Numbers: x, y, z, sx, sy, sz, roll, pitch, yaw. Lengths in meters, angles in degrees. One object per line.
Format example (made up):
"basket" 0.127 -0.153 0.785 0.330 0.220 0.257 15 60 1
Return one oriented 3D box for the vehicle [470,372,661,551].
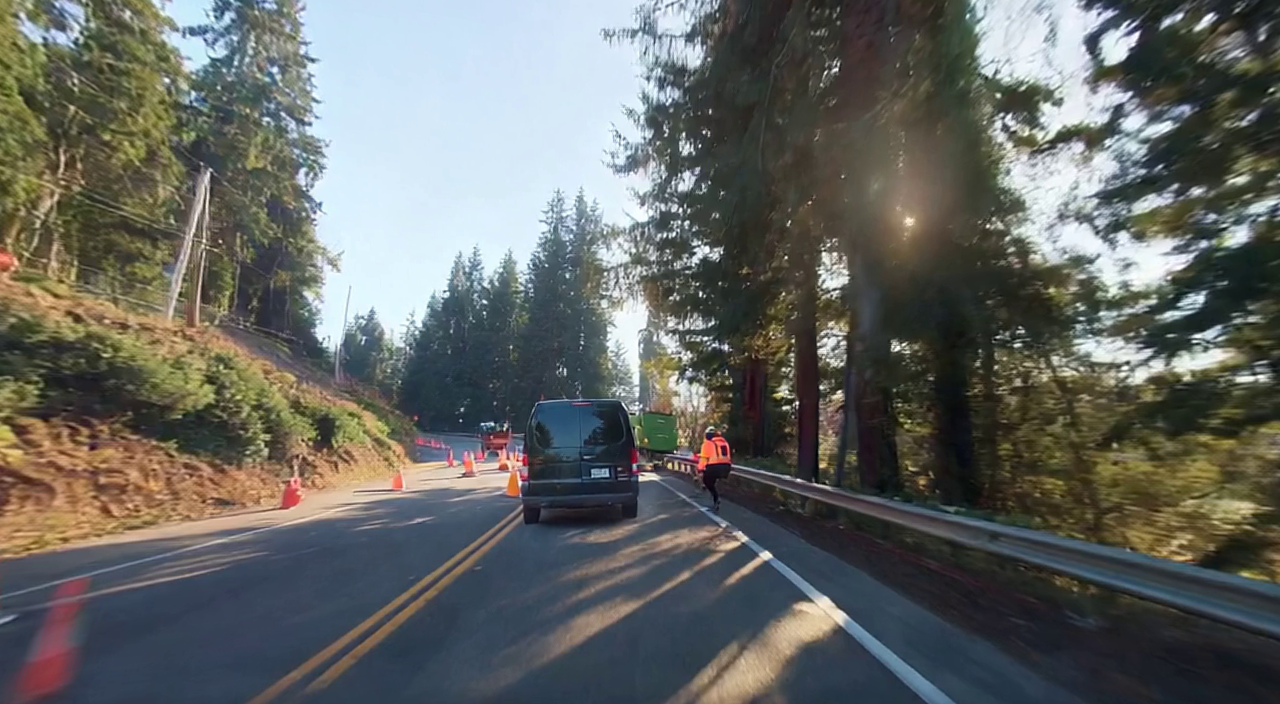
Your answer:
"vehicle" -1.019 1.729 10.418 2.362 2.223 4.892 0 -8 -2
